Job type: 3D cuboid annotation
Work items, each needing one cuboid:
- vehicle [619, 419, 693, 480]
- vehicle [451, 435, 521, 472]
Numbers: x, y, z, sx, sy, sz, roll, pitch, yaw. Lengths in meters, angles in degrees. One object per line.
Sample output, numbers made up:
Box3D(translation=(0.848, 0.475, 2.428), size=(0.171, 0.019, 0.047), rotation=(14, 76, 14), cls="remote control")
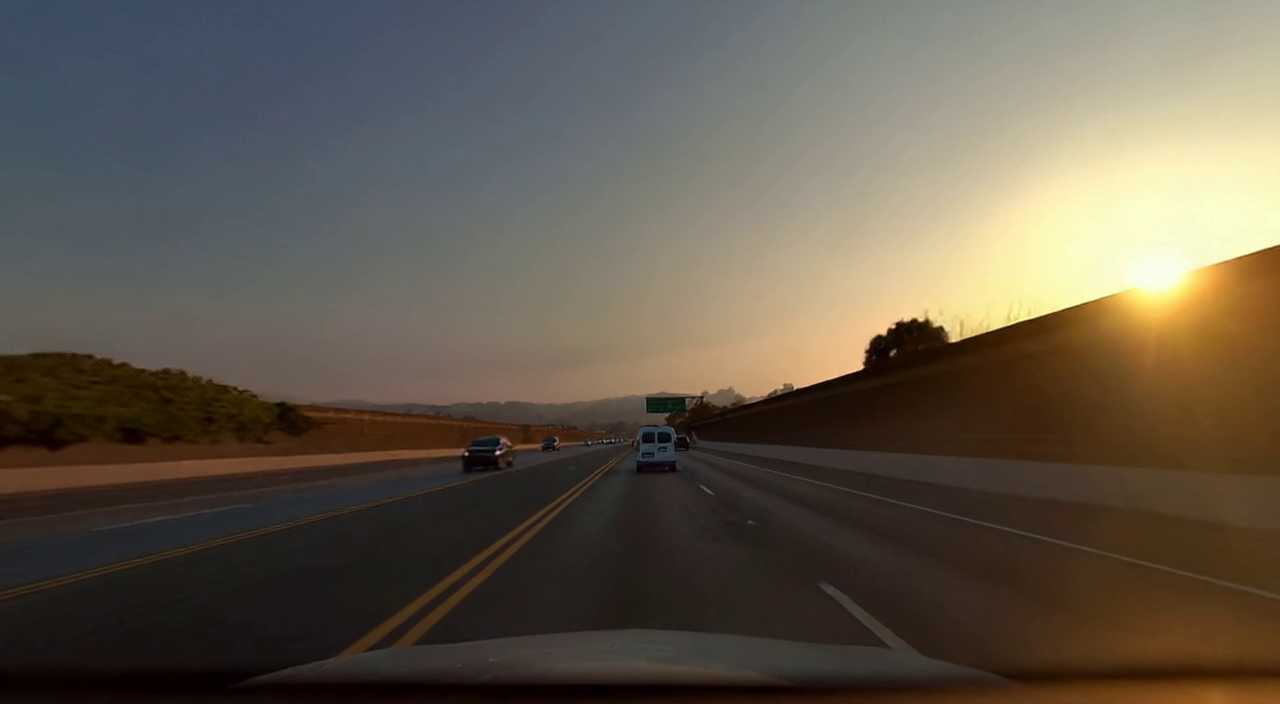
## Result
Box3D(translation=(0.585, 3.575, 23.221), size=(2.469, 2.027, 4.554), rotation=(0, -8, 2), cls="vehicle")
Box3D(translation=(-7.888, 5.228, 32.752), size=(2.271, 1.756, 4.718), rotation=(0, -8, 2), cls="vehicle")
